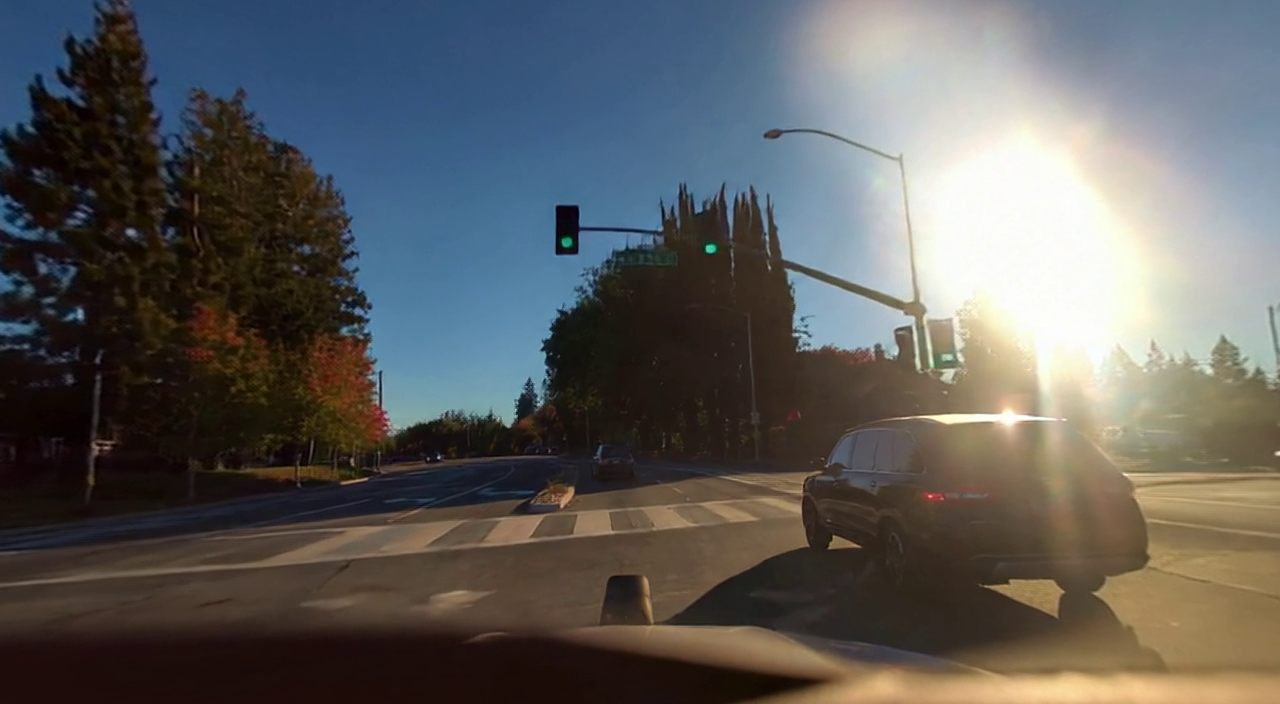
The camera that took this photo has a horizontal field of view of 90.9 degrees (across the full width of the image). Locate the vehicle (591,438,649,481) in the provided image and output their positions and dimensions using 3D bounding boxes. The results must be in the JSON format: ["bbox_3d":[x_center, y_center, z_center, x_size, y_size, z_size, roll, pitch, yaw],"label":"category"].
[{"bbox_3d":[-1.033,4.936,29.275,2.185,1.822,4.583,1,-8,-8],"label":"vehicle"}]

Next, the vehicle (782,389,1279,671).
[{"bbox_3d":[2.987,1.396,6.171,2.024,1.686,4.588,0,-8,-1],"label":"vehicle"}]
